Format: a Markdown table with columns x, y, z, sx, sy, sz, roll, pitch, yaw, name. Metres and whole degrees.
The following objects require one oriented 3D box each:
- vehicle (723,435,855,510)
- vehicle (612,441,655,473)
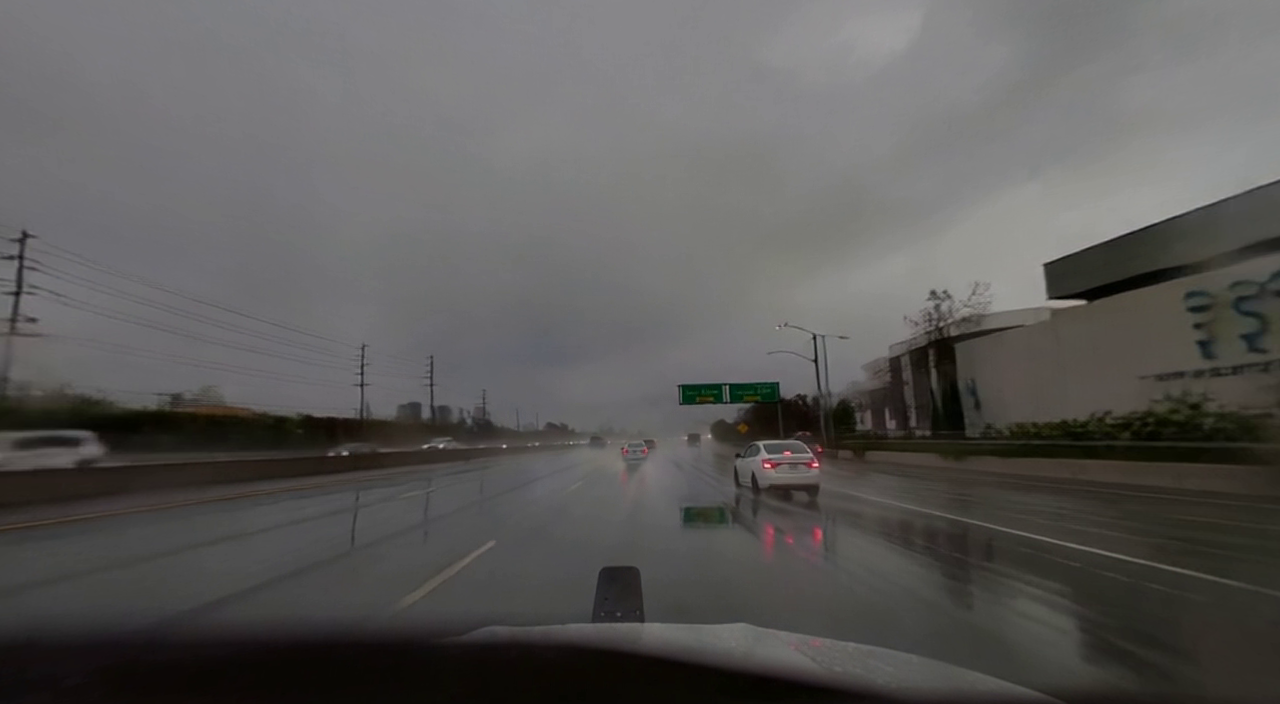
| x | y | z | sx | sy | sz | roll | pitch | yaw | name |
| --- | --- | --- | --- | --- | --- | --- | --- | --- | --- |
| 3.366 | 2.812 | 15.225 | 1.995 | 1.533 | 4.463 | 0 | -8 | -2 | vehicle |
| -0.346 | 5.191 | 31.375 | 2.019 | 1.472 | 3.971 | 0 | -8 | -1 | vehicle |
